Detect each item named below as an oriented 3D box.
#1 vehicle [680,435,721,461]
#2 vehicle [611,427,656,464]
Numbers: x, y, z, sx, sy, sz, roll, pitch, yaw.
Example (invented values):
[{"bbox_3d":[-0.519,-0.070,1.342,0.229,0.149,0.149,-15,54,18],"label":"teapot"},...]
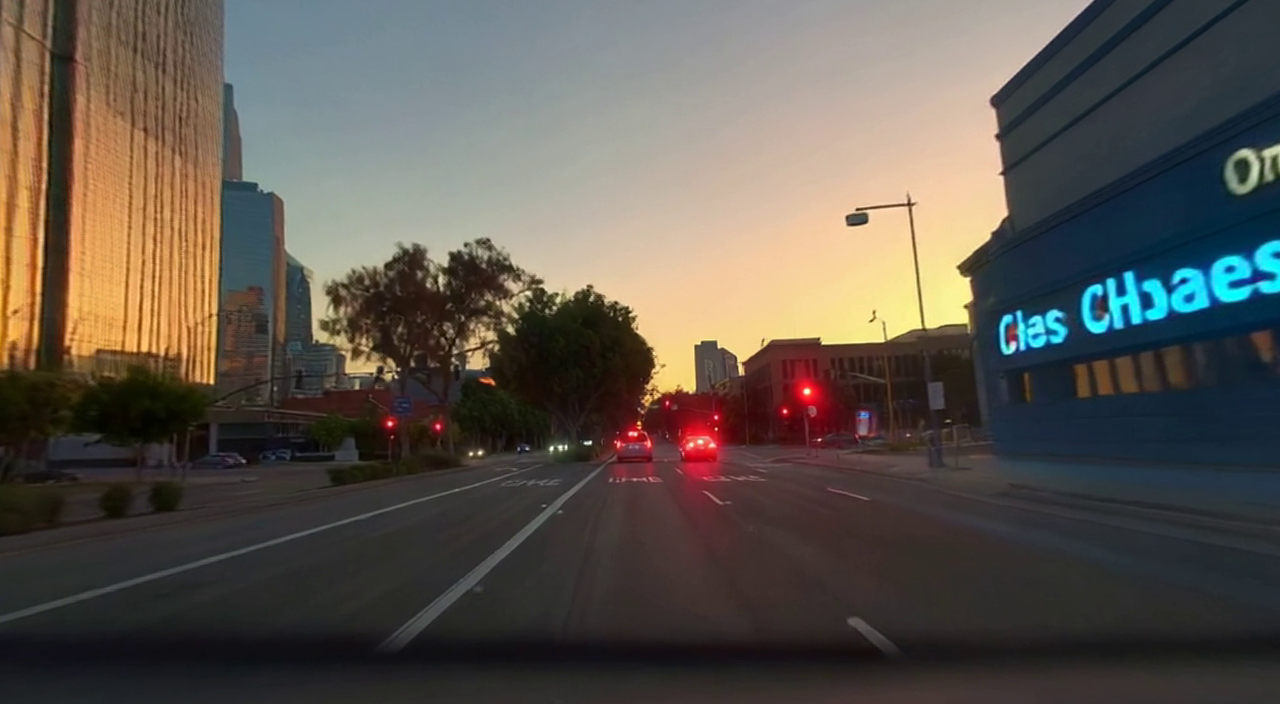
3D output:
[{"bbox_3d":[3.577,5.773,38.149,2.080,1.472,4.401,0,-8,0],"label":"vehicle"},{"bbox_3d":[-0.343,5.208,35.234,2.313,1.860,4.319,0,-8,0],"label":"vehicle"}]
